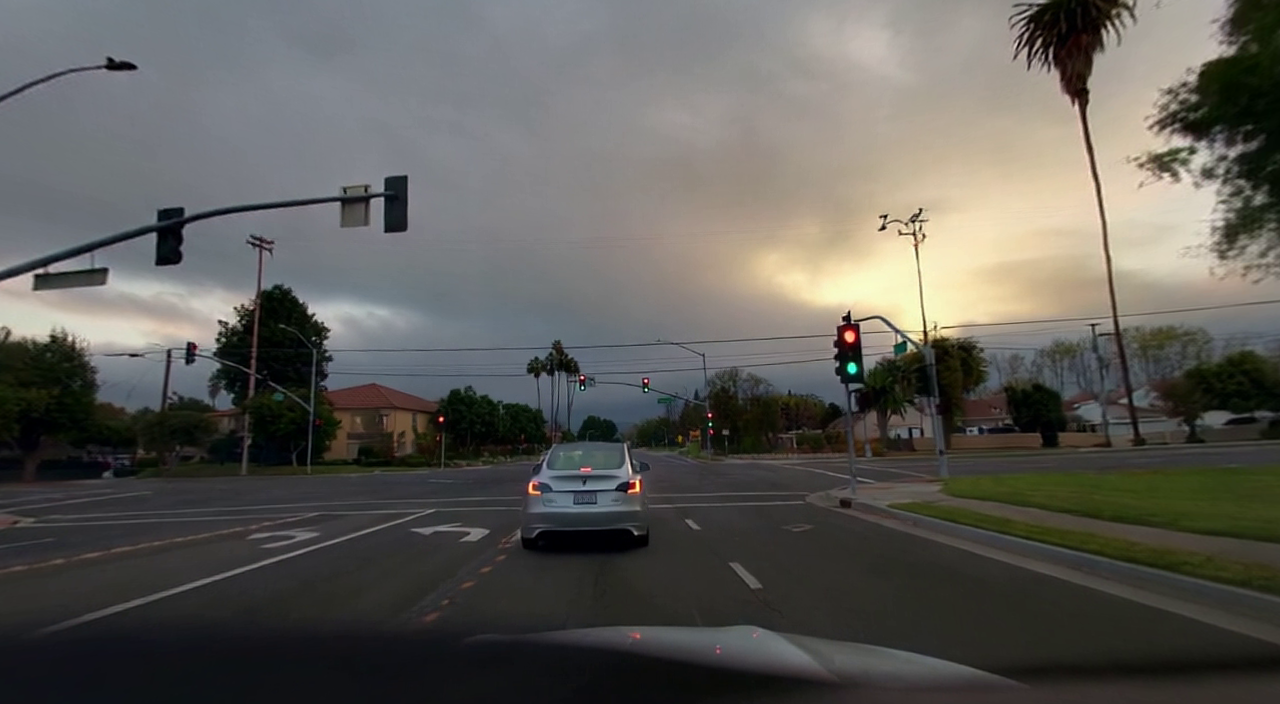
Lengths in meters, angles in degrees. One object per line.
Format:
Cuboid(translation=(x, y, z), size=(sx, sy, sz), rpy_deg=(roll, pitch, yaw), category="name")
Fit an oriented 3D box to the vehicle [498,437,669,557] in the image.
Cuboid(translation=(-0.760, 2.155, 10.167), size=(2.152, 1.478, 4.229), rpy_deg=(0, -9, -1), category="vehicle")
